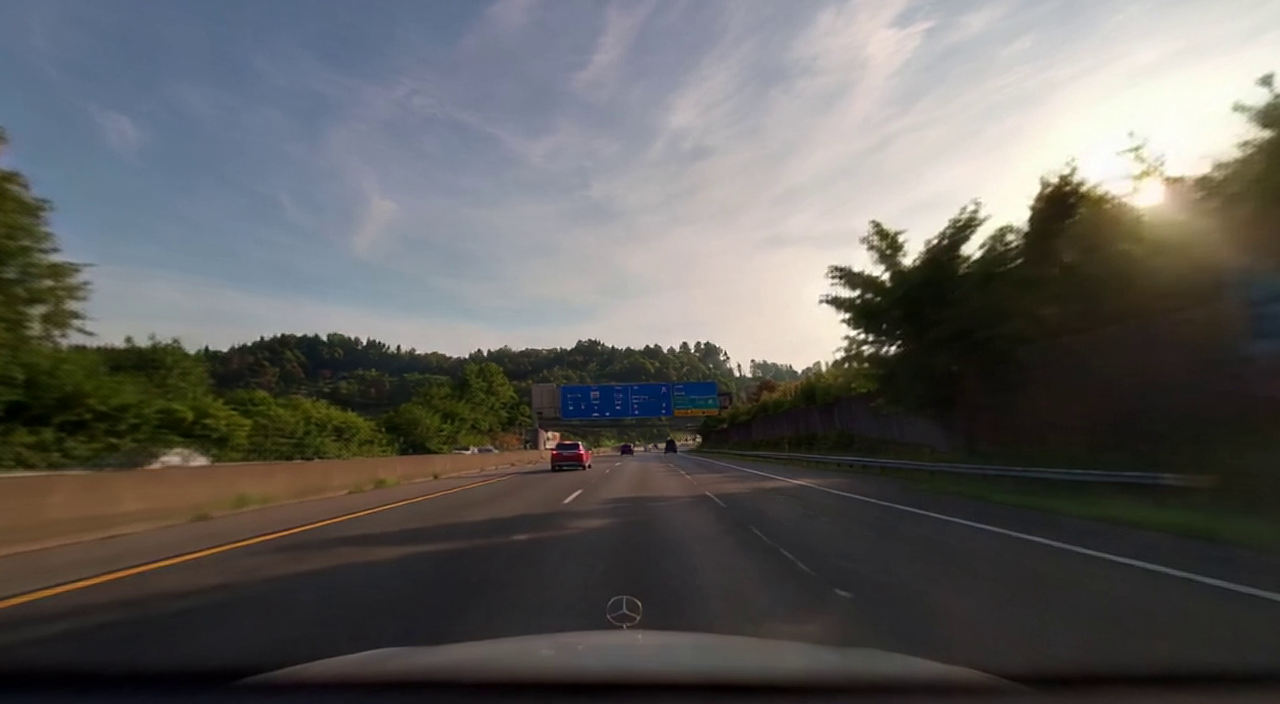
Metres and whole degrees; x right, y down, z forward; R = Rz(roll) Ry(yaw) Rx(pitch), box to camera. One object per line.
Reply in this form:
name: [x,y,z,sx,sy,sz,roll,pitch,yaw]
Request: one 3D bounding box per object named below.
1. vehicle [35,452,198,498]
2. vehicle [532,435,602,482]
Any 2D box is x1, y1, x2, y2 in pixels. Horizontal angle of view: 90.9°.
vehicle: [-19.237,4.509,23.526,1.946,1.461,4.746,0,-9,1]
vehicle: [-2.719,4.091,24.466,2.183,1.662,3.968,0,-9,1]
